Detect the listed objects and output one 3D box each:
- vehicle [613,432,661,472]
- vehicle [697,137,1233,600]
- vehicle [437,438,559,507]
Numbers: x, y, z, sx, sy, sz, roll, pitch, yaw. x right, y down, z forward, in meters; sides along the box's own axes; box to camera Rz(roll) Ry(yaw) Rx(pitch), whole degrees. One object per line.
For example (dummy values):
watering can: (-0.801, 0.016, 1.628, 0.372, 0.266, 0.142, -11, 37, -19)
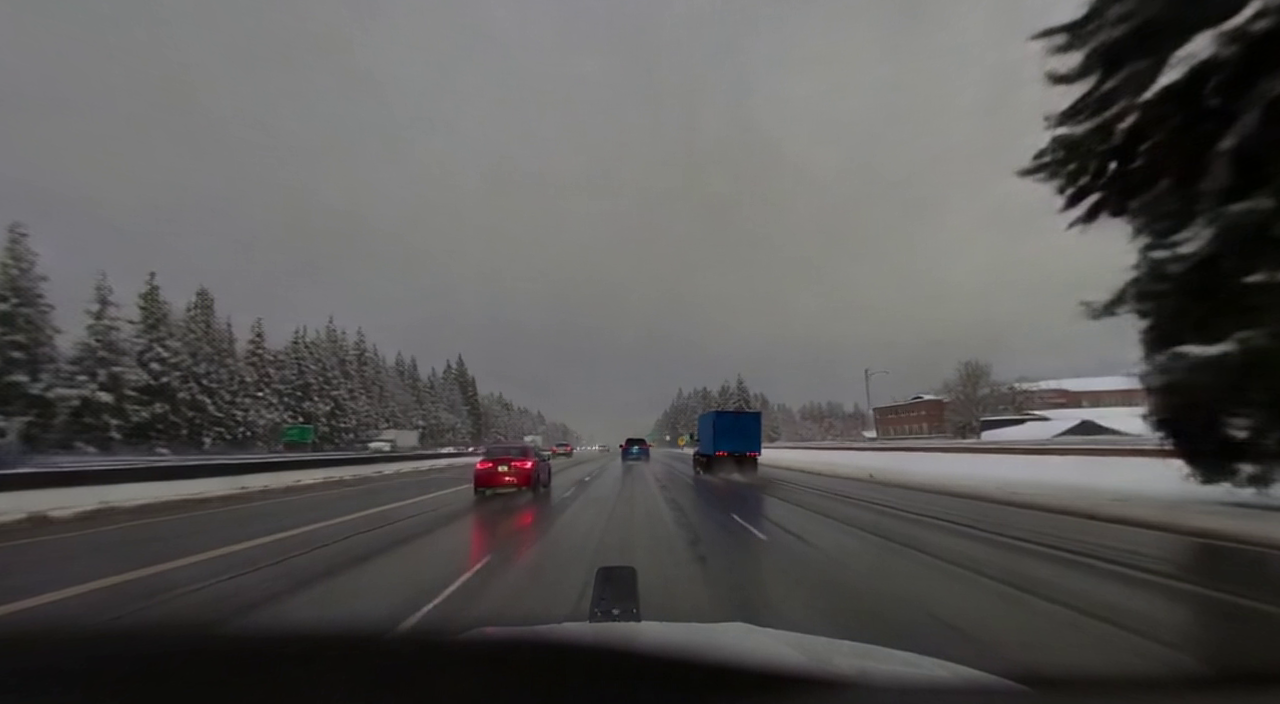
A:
vehicle: (-0.146, 4.900, 31.178, 2.203, 1.805, 4.358, 0, -8, 0)
vehicle: (3.416, 1.135, 13.032, 2.876, 4.086, 15.117, 0, -8, -1)
vehicle: (-3.195, 2.802, 15.228, 1.864, 1.406, 4.544, 0, -8, 0)
